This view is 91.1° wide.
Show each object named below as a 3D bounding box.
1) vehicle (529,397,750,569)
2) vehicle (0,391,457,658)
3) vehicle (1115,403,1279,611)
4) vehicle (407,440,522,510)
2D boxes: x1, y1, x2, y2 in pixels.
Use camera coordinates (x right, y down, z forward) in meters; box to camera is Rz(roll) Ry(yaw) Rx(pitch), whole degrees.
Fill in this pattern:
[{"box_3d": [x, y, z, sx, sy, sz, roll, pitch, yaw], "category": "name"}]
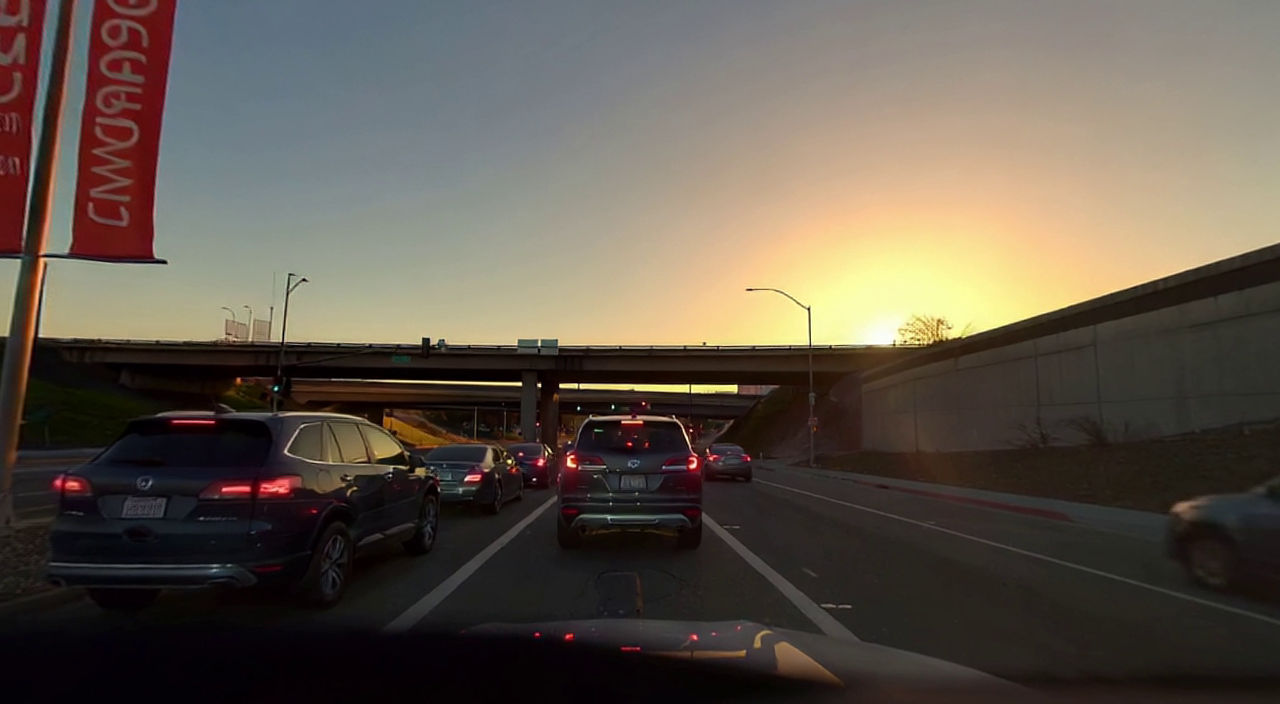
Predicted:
[{"box_3d": [-0.086, 1.770, 9.197, 2.409, 1.864, 4.471, 0, -9, -2], "category": "vehicle"}, {"box_3d": [-3.495, 1.434, 6.260, 2.039, 1.709, 4.265, 0, -9, 0], "category": "vehicle"}, {"box_3d": [6.504, 1.213, 4.680, 2.191, 1.730, 4.658, 0, -9, -1], "category": "vehicle"}, {"box_3d": [-4.150, 2.944, 15.429, 1.797, 1.505, 3.506, 0, -9, 0], "category": "vehicle"}]
